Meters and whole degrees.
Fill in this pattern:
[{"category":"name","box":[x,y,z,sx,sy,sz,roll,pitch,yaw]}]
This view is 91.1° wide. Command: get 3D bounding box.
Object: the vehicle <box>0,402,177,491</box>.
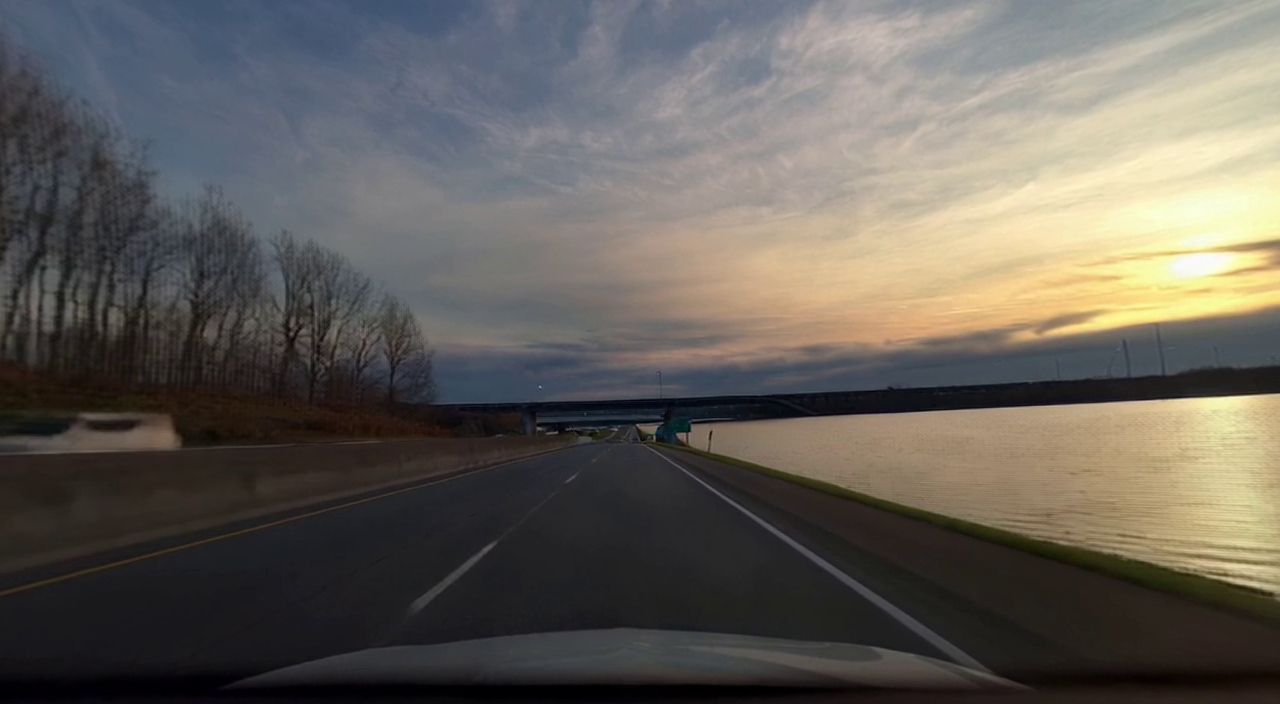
[{"category":"vehicle","box":[-13.788,2.224,15.088,1.990,1.808,4.311,0,-8,0]}]
